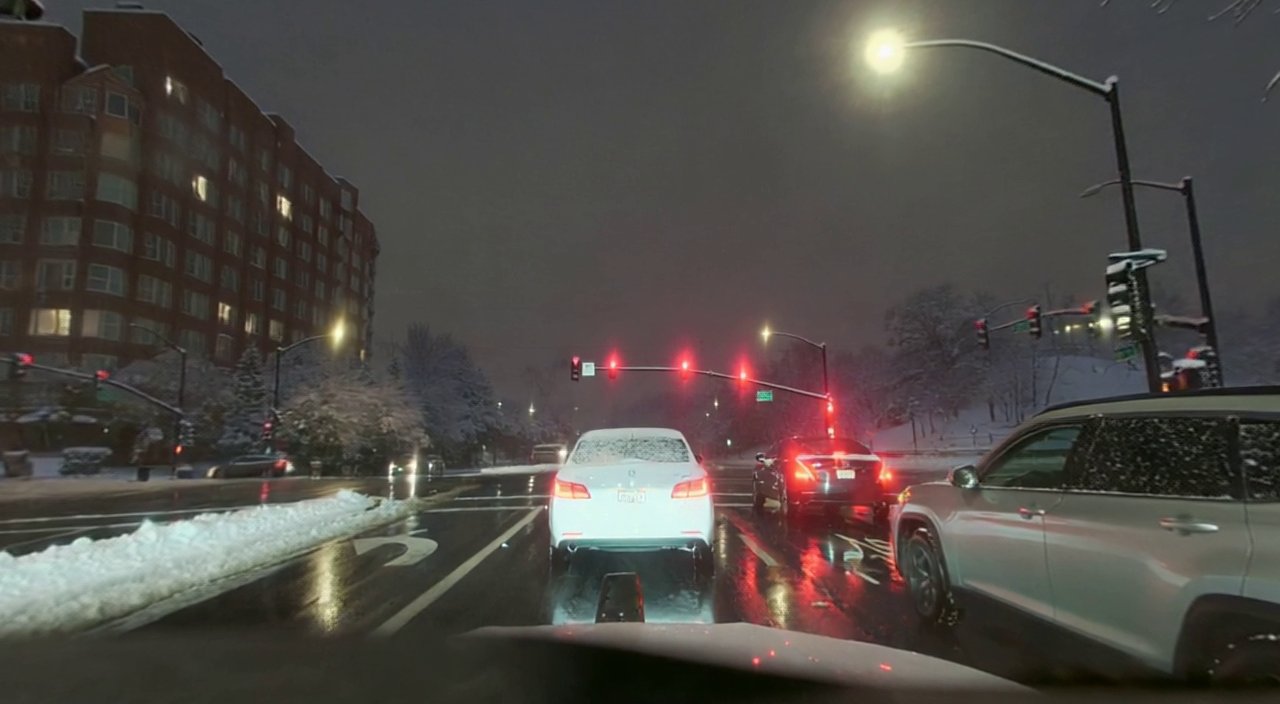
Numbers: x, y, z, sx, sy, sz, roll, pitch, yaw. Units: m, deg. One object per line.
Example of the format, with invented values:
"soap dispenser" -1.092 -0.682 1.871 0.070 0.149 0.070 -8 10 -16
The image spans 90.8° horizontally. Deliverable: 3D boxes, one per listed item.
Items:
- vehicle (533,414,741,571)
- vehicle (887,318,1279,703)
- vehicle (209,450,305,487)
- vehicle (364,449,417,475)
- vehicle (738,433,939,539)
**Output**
"vehicle" -0.079 1.783 8.760 2.188 1.637 4.027 0 -8 -1
"vehicle" 3.003 0.865 2.674 2.103 1.701 4.294 0 -8 -1
"vehicle" -20.623 6.236 34.048 4.448 1.837 2.021 -3 -9 21
"vehicle" -18.755 8.261 47.763 2.026 1.836 4.726 0 -8 0
"vehicle" 3.144 2.216 11.154 2.001 1.463 4.398 0 -8 -2
